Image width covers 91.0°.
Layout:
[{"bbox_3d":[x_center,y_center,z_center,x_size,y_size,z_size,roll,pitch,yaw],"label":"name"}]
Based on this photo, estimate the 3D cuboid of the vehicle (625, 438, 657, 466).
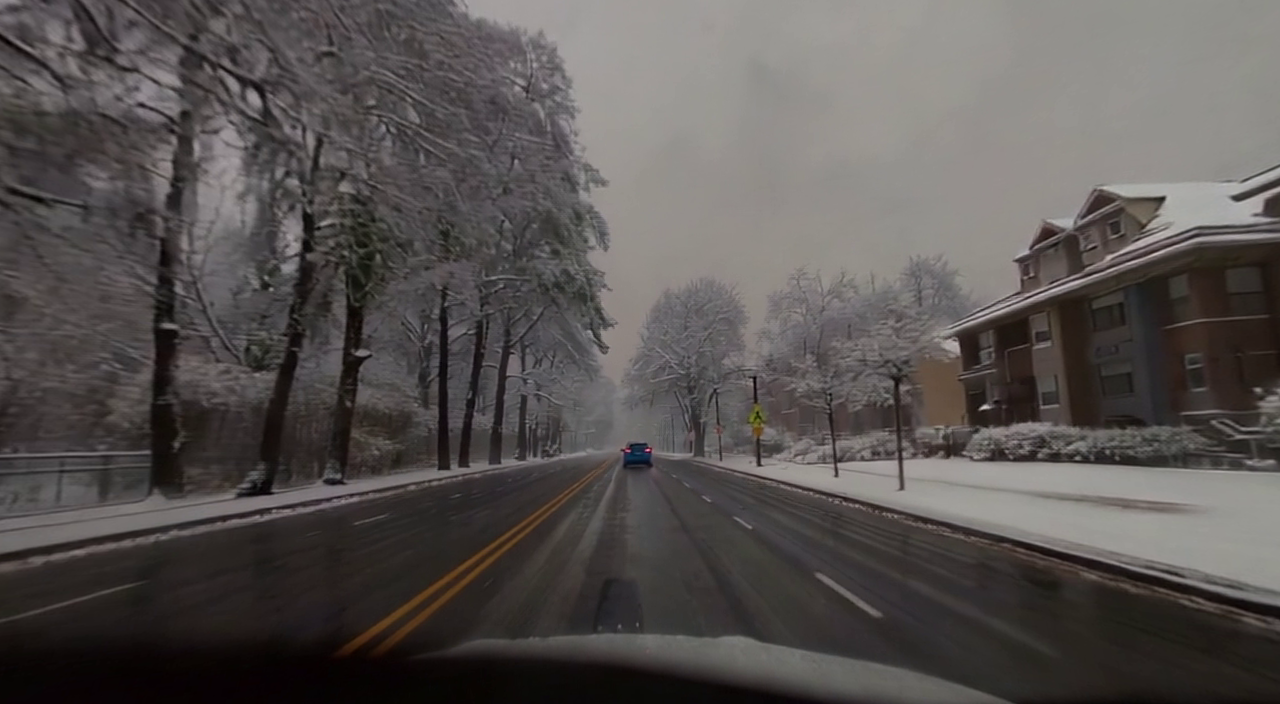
[{"bbox_3d":[0.101,6.482,40.846,1.981,1.703,3.691,0,-8,1],"label":"vehicle"}]
